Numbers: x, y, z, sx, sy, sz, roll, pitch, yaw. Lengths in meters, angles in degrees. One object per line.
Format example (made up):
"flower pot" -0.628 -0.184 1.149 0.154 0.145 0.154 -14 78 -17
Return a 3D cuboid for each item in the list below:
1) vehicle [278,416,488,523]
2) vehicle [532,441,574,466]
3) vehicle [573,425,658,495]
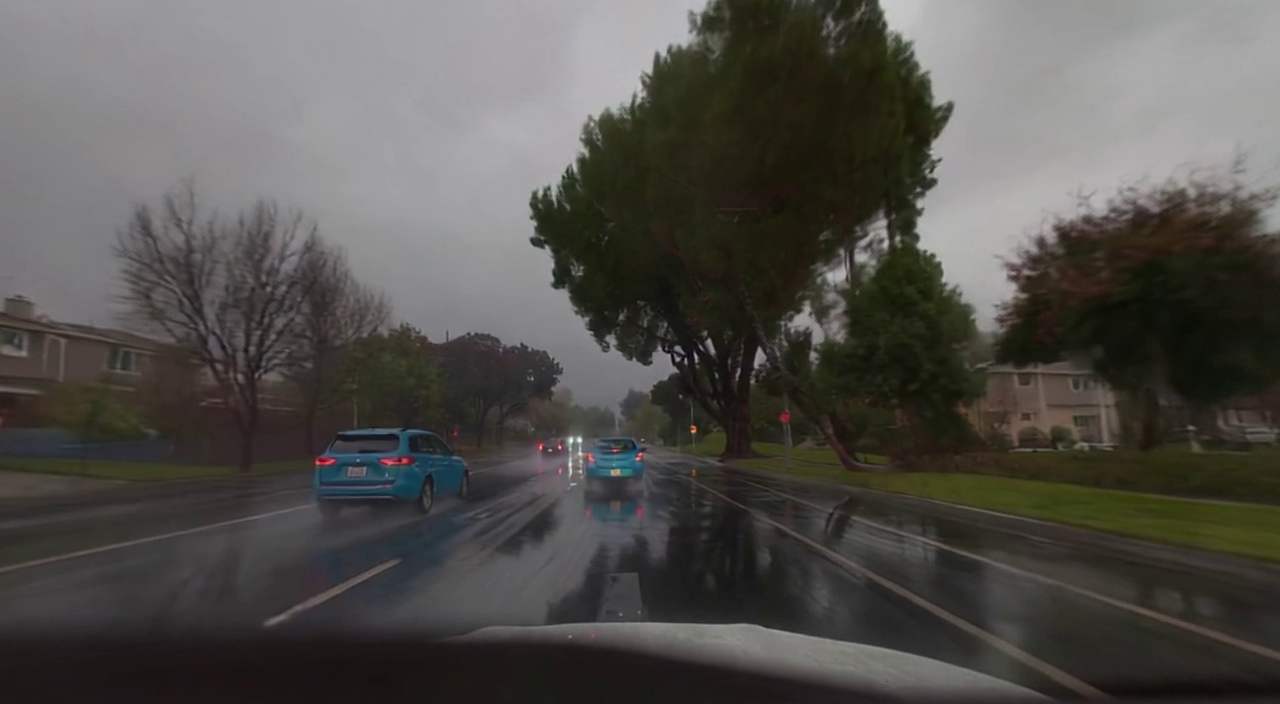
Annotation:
"vehicle" -4.724 2.250 12.608 2.243 1.722 4.621 0 -8 0
"vehicle" -5.424 6.406 40.022 2.014 1.493 4.658 0 -8 0
"vehicle" -0.643 3.047 18.133 2.131 1.761 4.242 0 -8 -1
